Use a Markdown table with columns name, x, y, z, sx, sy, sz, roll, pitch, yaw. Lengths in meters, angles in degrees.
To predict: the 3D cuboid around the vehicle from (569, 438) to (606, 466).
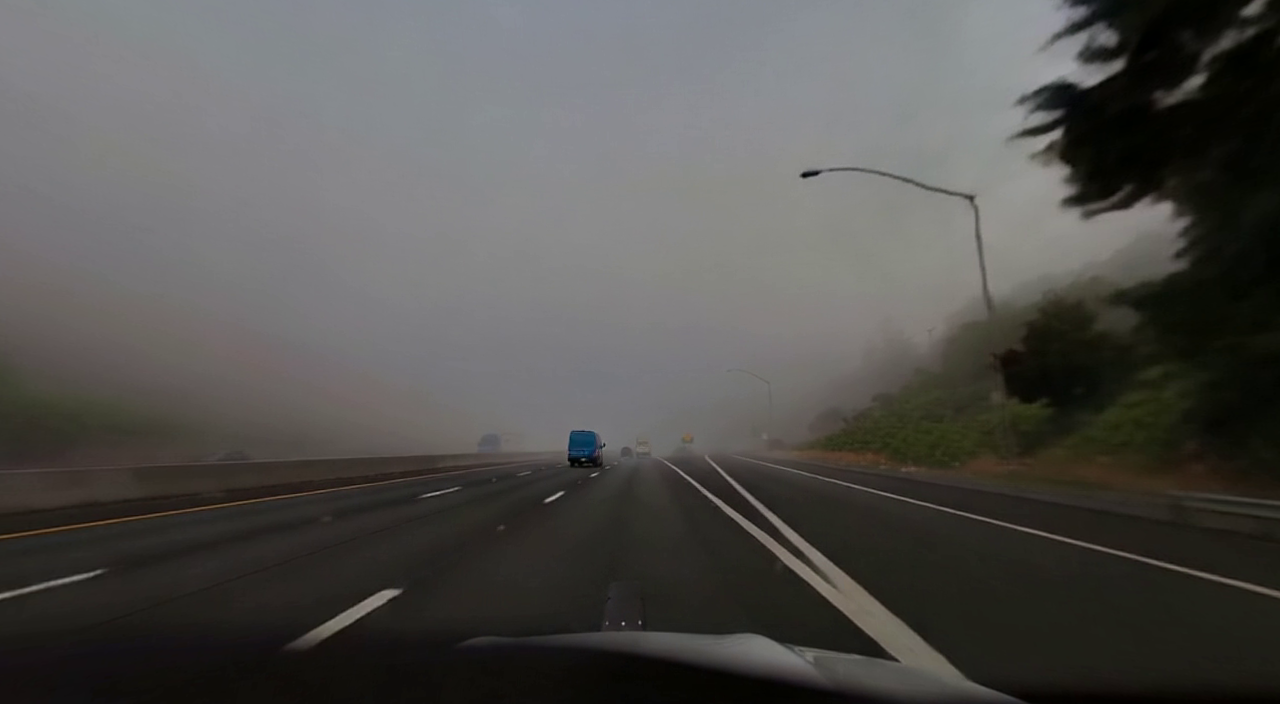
| name | x | y | z | sx | sy | sz | roll | pitch | yaw |
| --- | --- | --- | --- | --- | --- | --- | --- | --- | --- |
| vehicle | -3.611 | 7.000 | 44.027 | 2.169 | 1.849 | 4.639 | 0 | -8 | 0 |
